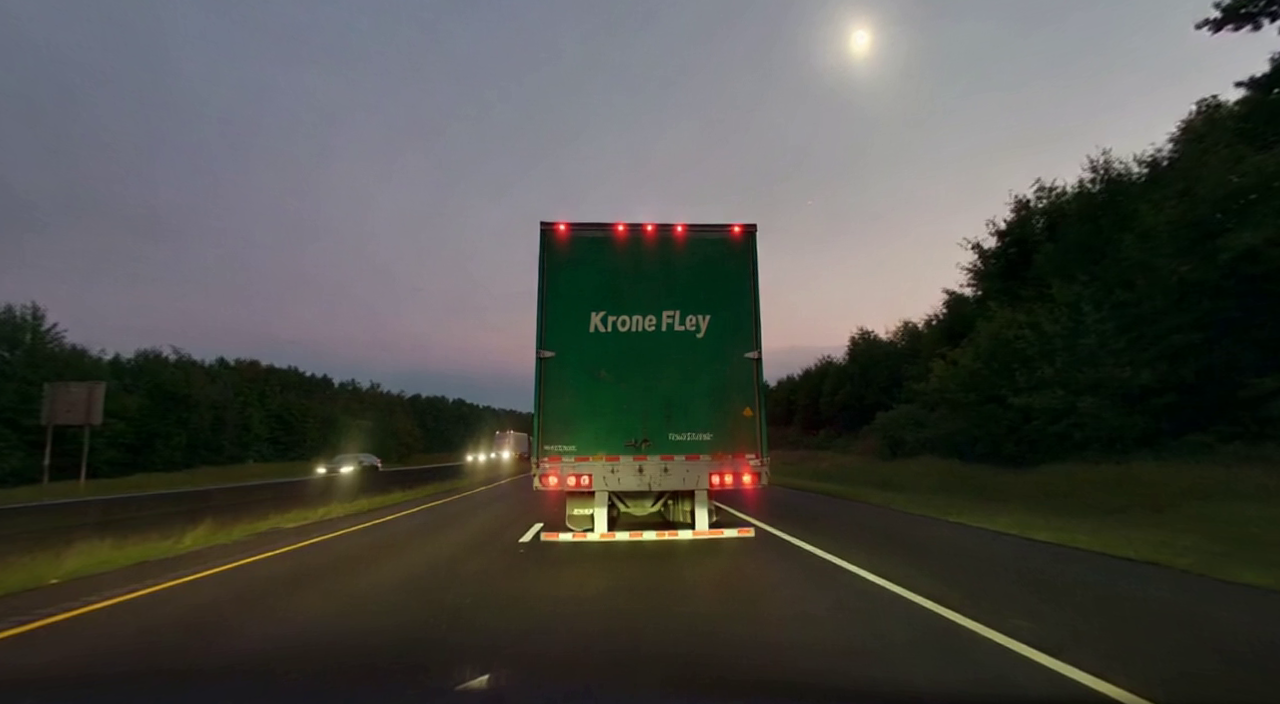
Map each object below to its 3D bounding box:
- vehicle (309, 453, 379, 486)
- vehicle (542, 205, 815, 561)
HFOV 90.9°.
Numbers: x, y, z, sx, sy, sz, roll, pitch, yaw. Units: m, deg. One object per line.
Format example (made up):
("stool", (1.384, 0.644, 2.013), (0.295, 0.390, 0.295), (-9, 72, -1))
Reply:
("vehicle", (-13.449, 5.338, 28.828), (1.676, 1.390, 3.433), (0, -9, -4))
("vehicle", (0.229, 1.425, 14.868), (3.230, 4.377, 14.405), (0, -9, -2))
